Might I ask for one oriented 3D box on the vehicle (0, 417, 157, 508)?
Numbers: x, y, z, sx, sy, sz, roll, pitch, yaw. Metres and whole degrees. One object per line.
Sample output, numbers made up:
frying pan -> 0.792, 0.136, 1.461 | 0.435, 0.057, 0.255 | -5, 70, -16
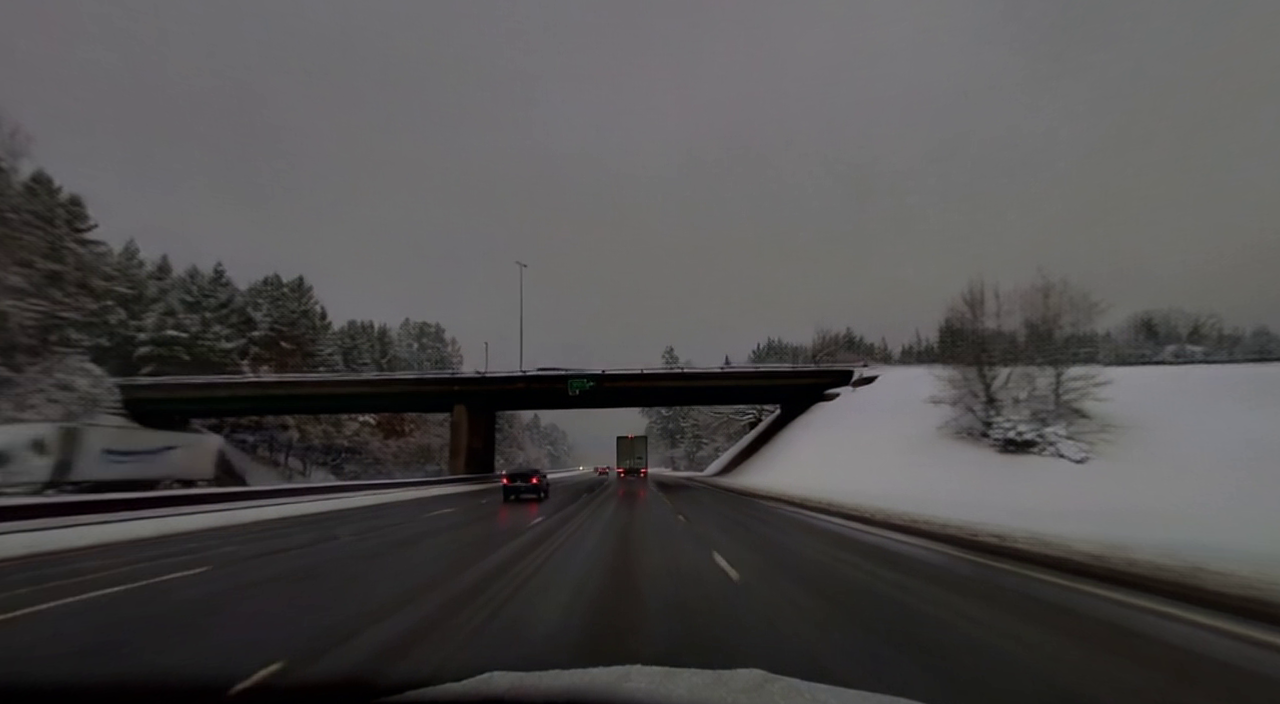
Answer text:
vehicle -> -25.502, 4.808, 27.446 | 2.646, 3.392, 7.729 | 1, -10, 0

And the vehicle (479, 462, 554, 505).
vehicle -> -4.662, 5.066, 24.545 | 1.950, 1.460, 4.812 | 1, -10, 0
